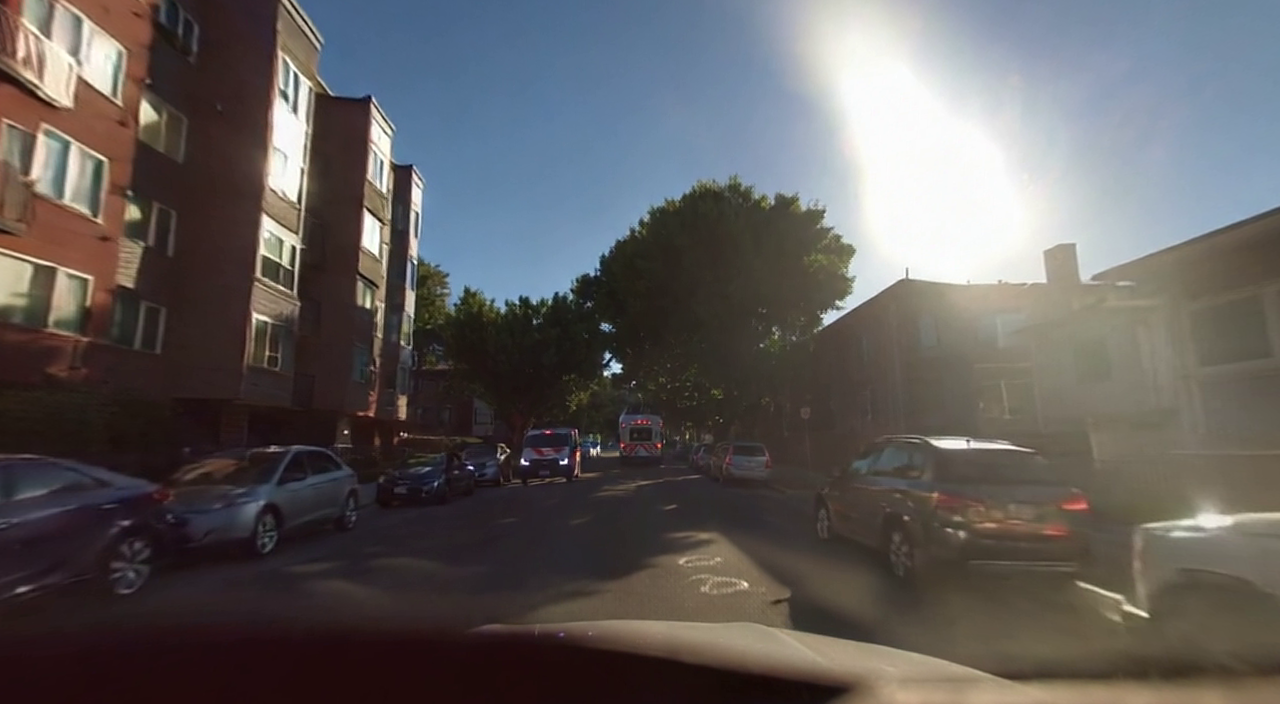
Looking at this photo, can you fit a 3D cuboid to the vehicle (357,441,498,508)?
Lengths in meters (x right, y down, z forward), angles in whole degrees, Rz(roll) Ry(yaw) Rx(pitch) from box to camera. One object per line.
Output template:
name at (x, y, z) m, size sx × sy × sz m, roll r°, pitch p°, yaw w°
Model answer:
vehicle at (-5.296, 3.089, 16.554) m, size 2.047 × 1.471 × 4.647 m, roll 0°, pitch -8°, yaw 0°

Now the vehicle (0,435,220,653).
vehicle at (-5.363, 1.332, 4.403) m, size 1.921 × 1.482 × 4.280 m, roll 0°, pitch -8°, yaw 0°

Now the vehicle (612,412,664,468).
vehicle at (-0.231, 5.296, 38.067) m, size 2.754 × 3.008 × 7.730 m, roll 0°, pitch -8°, yaw -2°

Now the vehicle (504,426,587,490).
vehicle at (-2.940, 3.386, 20.530) m, size 2.029 × 1.802 × 4.229 m, roll -1°, pitch -8°, yaw 0°

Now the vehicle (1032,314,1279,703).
vehicle at (3.348, 0.644, 1.105) m, size 2.188 × 1.810 × 4.709 m, roll 1°, pitch -8°, yaw -2°

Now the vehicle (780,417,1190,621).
vehicle at (3.314, 1.714, 7.509) m, size 2.155 × 1.553 × 4.738 m, roll 2°, pitch -9°, yaw -1°

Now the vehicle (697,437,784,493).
vehicle at (3.329, 3.809, 21.757) m, size 2.035 × 1.549 × 4.373 m, roll 5°, pitch -8°, yaw -2°
